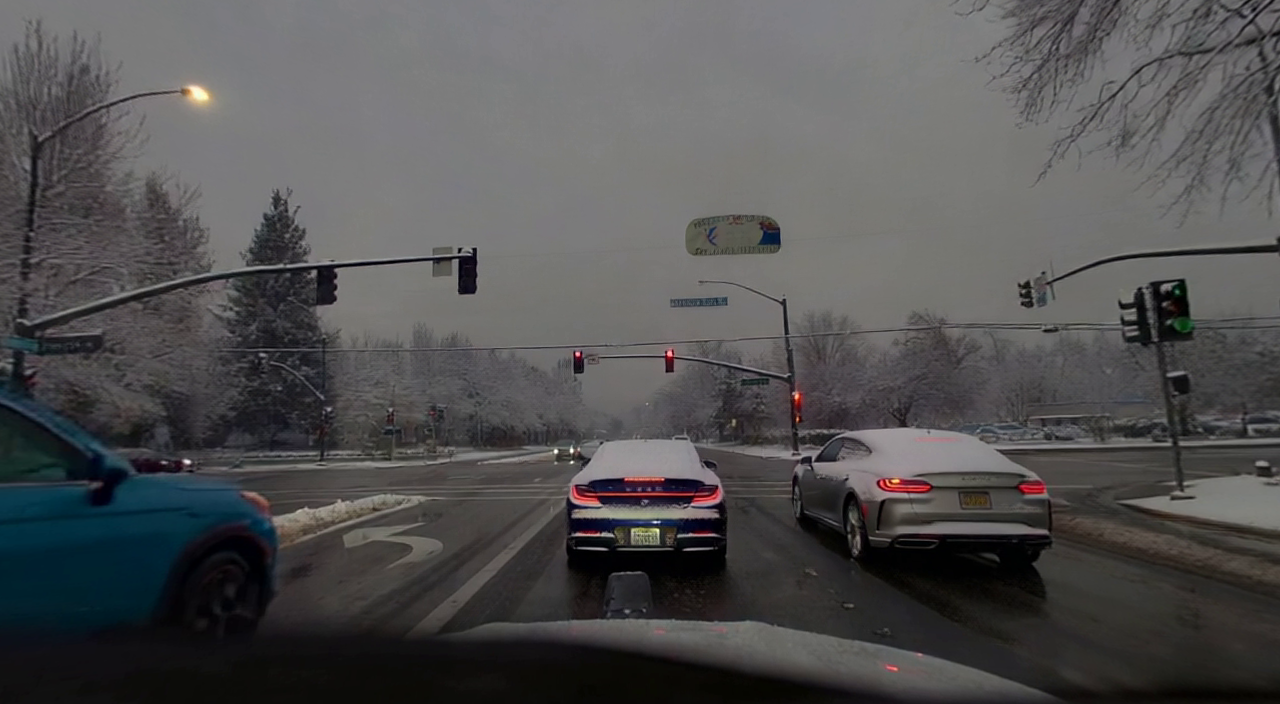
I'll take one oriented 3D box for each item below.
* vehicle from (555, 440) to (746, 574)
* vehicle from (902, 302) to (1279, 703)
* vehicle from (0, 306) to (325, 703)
[{"bbox_3d":[0.120,1.871,8.396,1.945,1.343,3.827,0,-8,0],"label":"vehicle"},{"bbox_3d":[3.099,0.808,2.532,2.143,1.759,4.531,0,-8,0],"label":"vehicle"},{"bbox_3d":[-3.298,0.697,1.949,2.061,1.781,4.842,0,-8,1],"label":"vehicle"}]
